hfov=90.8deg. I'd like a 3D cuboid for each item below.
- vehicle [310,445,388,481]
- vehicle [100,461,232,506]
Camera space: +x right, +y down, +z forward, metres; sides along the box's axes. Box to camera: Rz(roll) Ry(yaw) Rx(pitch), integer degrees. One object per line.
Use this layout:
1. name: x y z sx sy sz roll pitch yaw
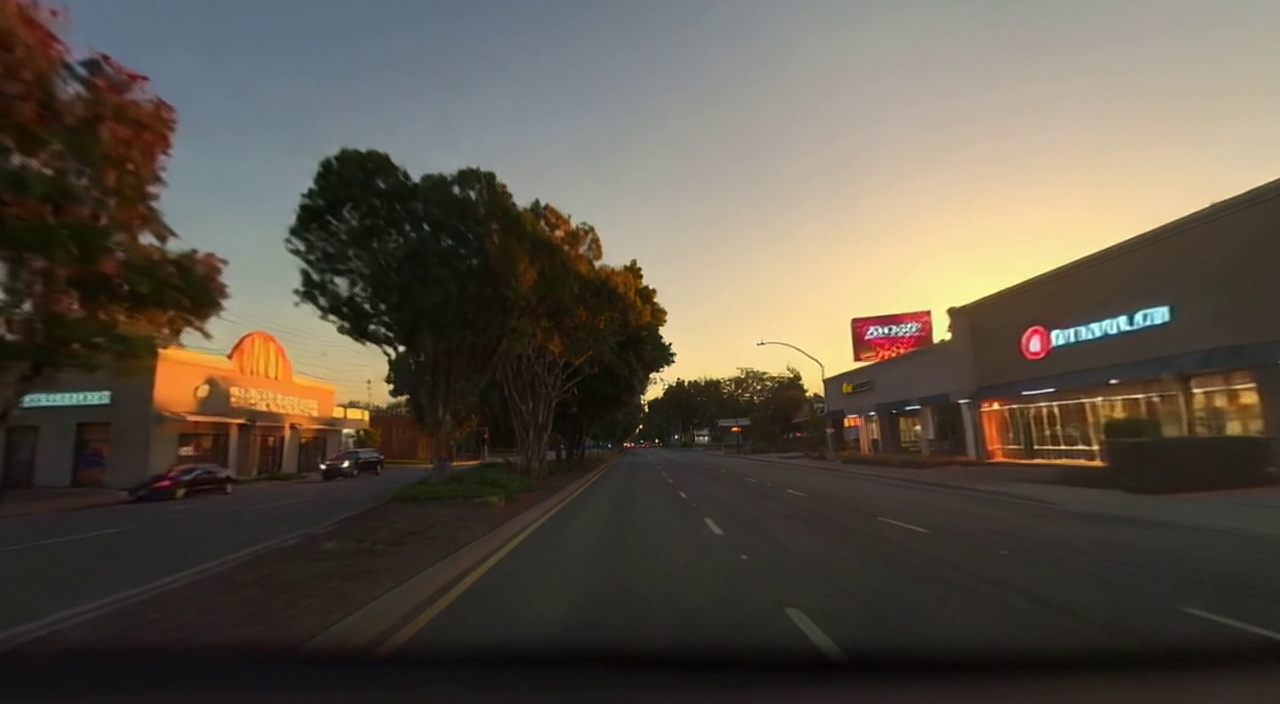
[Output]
1. vehicle: -19.523 7.448 42.824 2.648 2.106 6.148 -2 -8 -3
2. vehicle: -19.265 5.334 26.002 2.012 1.471 4.613 -2 -8 -2
